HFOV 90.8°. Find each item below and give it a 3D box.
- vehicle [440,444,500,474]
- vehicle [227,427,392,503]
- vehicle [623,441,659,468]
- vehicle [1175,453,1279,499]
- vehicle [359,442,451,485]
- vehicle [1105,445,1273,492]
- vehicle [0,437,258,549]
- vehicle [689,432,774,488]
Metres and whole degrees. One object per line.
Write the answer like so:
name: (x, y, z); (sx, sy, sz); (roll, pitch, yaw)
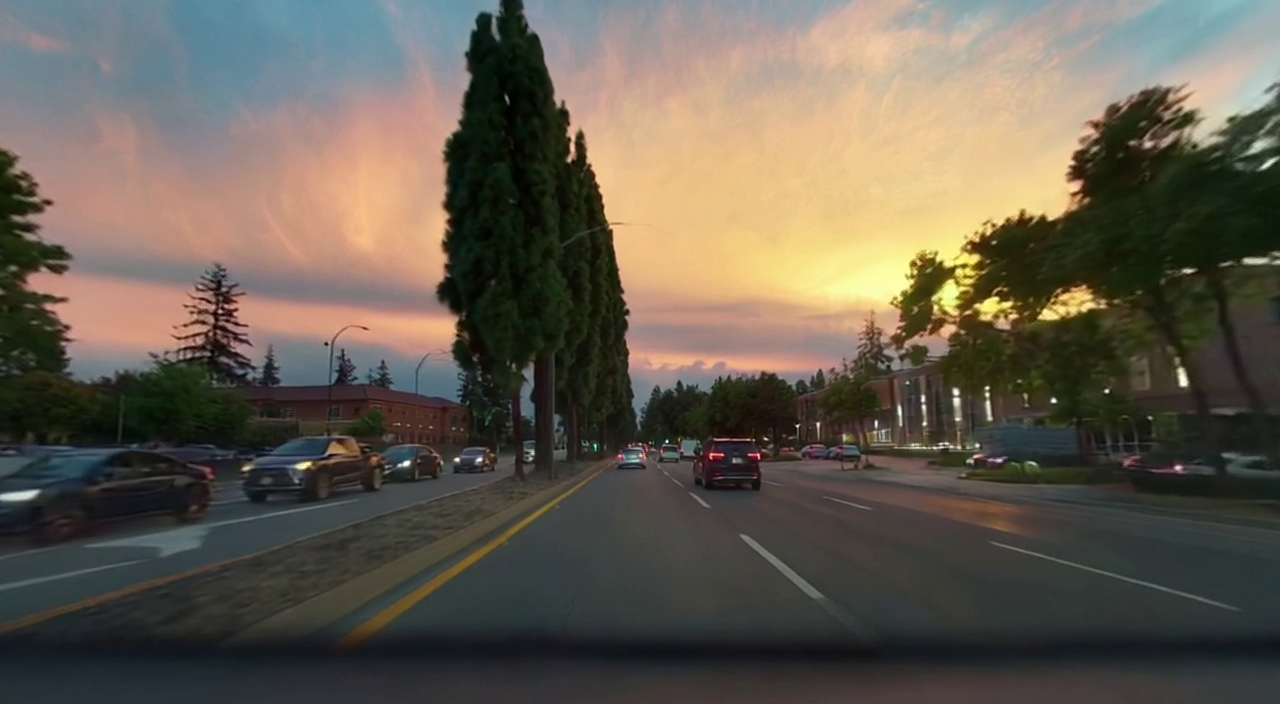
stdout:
vehicle: (-9.065, 5.727, 34.069); (1.938, 1.464, 4.340); (0, -8, 1)
vehicle: (-9.038, 3.121, 17.894); (2.024, 1.822, 4.824); (0, -8, 0)
vehicle: (0.029, 6.446, 39.950); (2.145, 1.572, 4.021); (0, -8, -1)
vehicle: (20.676, 4.133, 21.194); (3.914, 1.421, 1.695); (0, -8, -2)
vehicle: (-8.882, 4.227, 24.281); (1.864, 1.500, 4.294); (0, -8, 0)
vehicle: (20.558, 4.347, 23.814); (4.519, 1.657, 1.944); (0, -8, -2)
vehicle: (-9.022, 2.251, 10.879); (1.955, 1.484, 4.608); (0, -8, 0)
vehicle: (3.159, 3.858, 22.908); (2.235, 1.806, 4.818); (0, -8, -2)
